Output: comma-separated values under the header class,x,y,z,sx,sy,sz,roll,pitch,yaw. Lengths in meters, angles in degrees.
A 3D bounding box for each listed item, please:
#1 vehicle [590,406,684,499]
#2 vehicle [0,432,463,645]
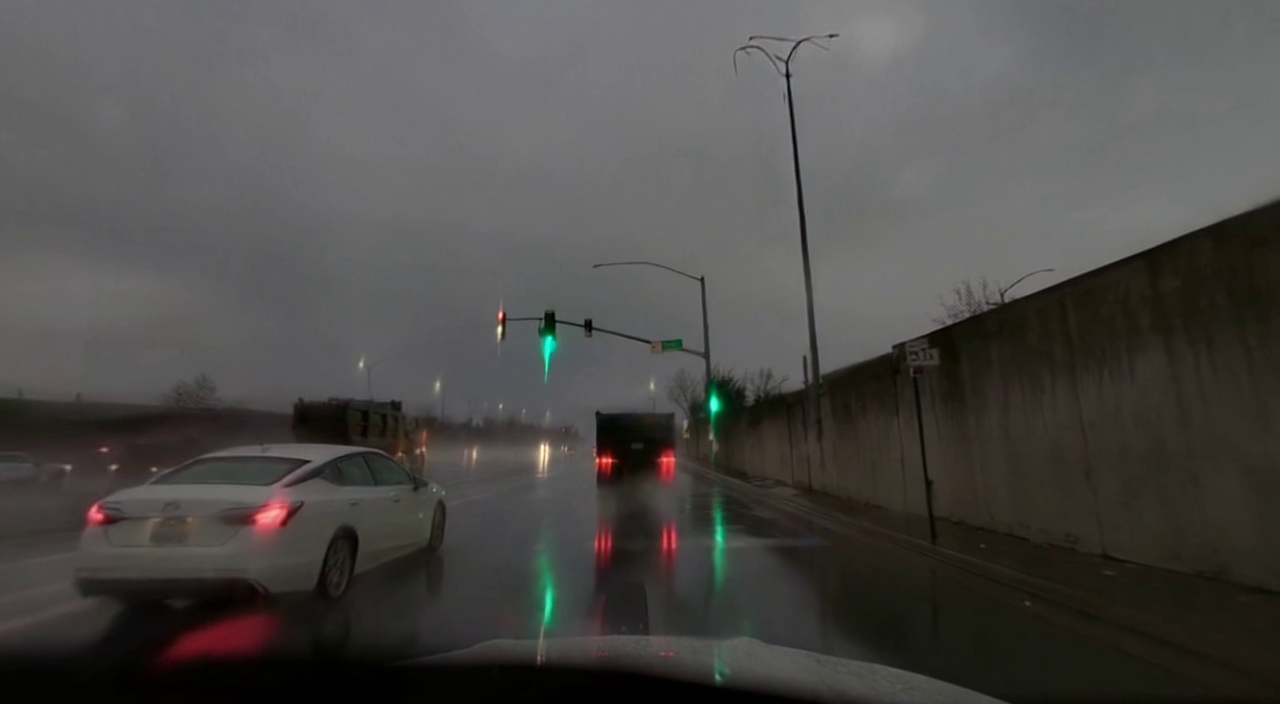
class,x,y,z,sx,sy,sz,roll,pitch,yaw
vehicle,-0.101,2.912,18.553,2.355,2.305,5.336,0,-8,-1
vehicle,-3.753,1.695,7.009,2.019,1.480,4.966,0,-8,1
